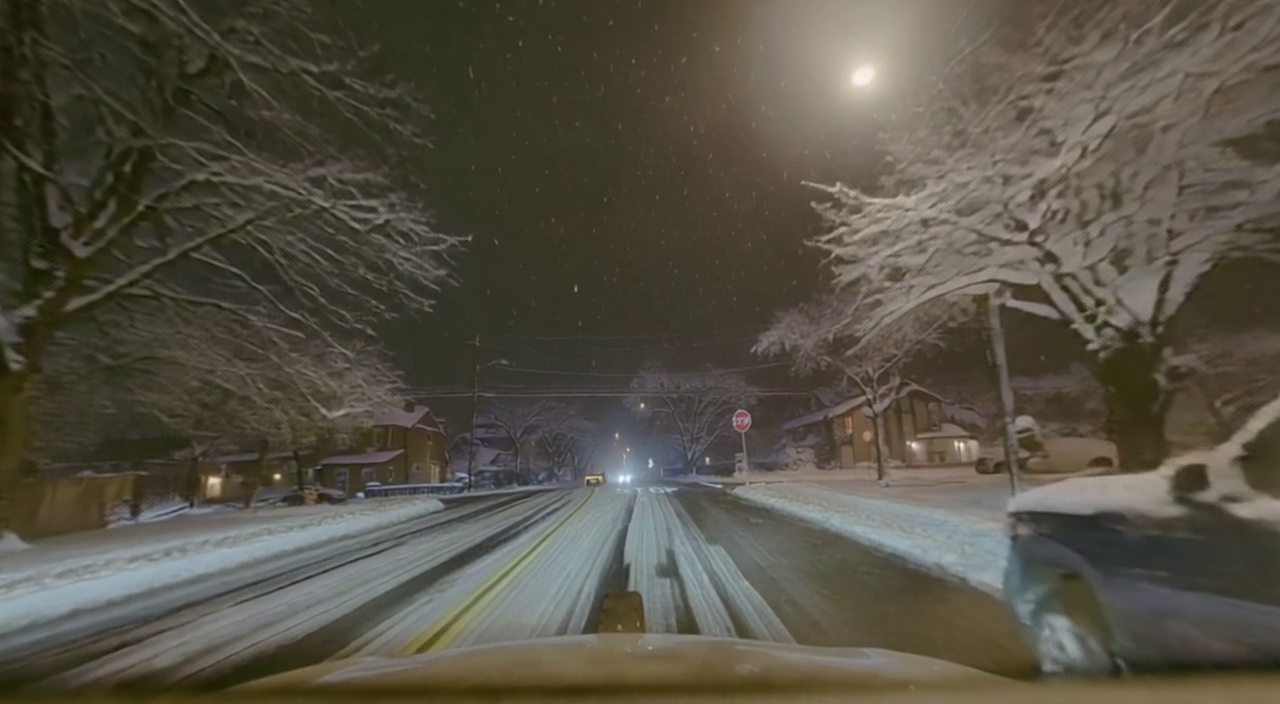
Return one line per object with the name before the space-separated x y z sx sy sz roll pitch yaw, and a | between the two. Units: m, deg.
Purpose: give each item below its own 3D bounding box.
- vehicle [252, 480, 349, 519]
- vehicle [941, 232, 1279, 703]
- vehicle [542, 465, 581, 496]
vehicle | -18.523 8.039 34.555 4.274 1.626 2.093 -7 -10 10
vehicle | 2.672 0.551 1.067 2.109 1.875 4.488 -1 -9 1
vehicle | -5.999 9.862 48.855 2.149 1.823 4.613 -6 -7 1
